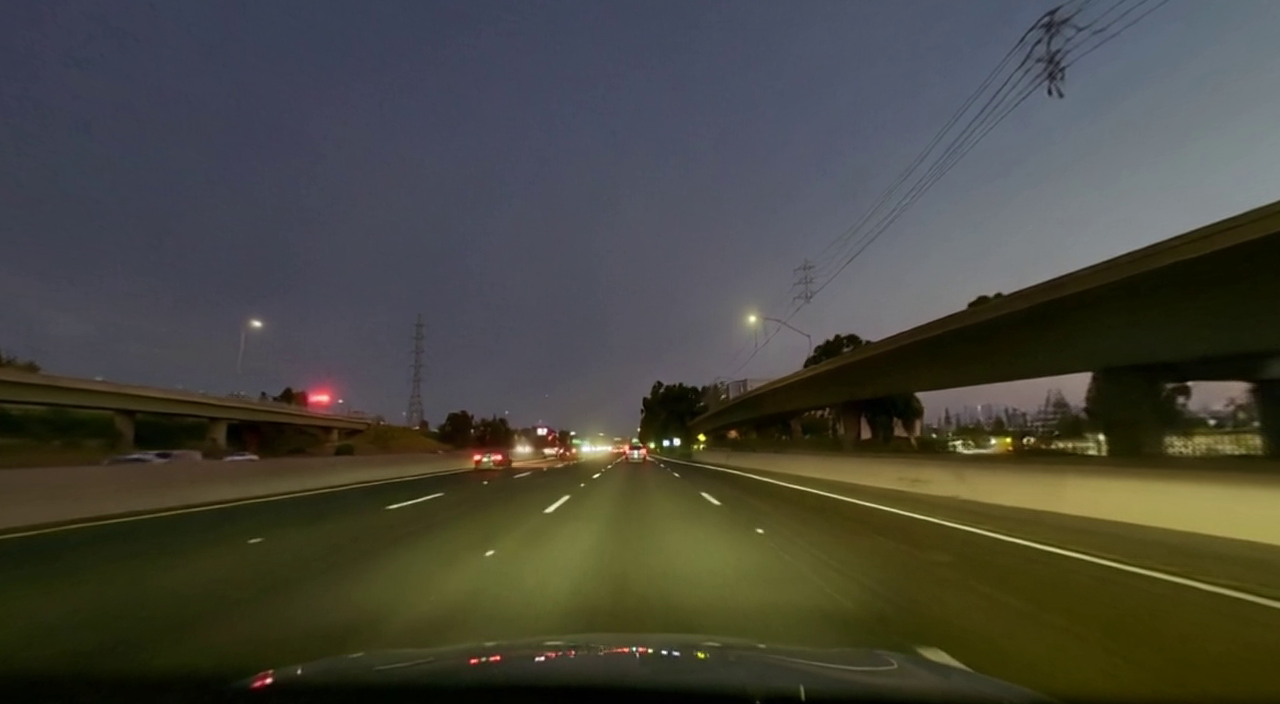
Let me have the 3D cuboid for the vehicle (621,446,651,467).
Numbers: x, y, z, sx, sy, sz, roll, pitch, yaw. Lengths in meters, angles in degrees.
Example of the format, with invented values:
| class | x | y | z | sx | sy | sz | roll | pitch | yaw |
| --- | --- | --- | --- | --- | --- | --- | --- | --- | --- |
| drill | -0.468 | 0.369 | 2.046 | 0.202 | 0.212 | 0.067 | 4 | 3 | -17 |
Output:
| class | x | y | z | sx | sy | sz | roll | pitch | yaw |
| --- | --- | --- | --- | --- | --- | --- | --- | --- | --- |
| vehicle | -0.344 | 7.672 | 46.599 | 2.086 | 1.472 | 4.168 | 0 | -9 | -1 |

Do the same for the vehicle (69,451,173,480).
| class | x | y | z | sx | sy | sz | roll | pitch | yaw |
| --- | --- | --- | --- | --- | --- | --- | --- | --- | --- |
| vehicle | -28.552 | 6.242 | 35.066 | 1.841 | 1.468 | 4.634 | 0 | -9 | 0 |

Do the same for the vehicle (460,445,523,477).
| class | x | y | z | sx | sy | sz | roll | pitch | yaw |
| --- | --- | --- | --- | --- | --- | --- | --- | --- | --- |
| vehicle | -7.238 | 5.369 | 31.403 | 1.994 | 1.487 | 4.605 | 0 | -9 | 0 |
